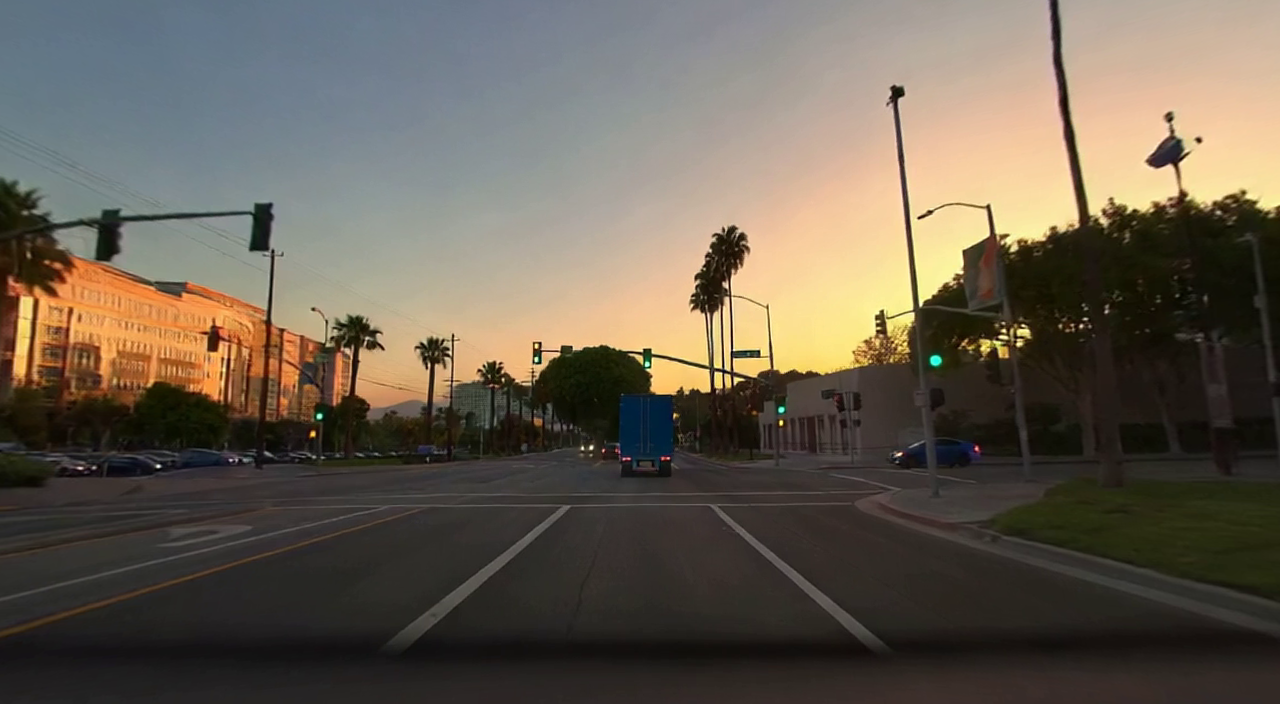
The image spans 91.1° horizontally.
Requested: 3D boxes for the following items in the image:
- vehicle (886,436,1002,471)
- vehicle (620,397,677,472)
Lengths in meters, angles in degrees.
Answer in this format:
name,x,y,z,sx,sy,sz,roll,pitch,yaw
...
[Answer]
name,x,y,z,sx,sy,sz,roll,pitch,yaw
vehicle,13.710,4.608,28.531,4.270,1.520,1.931,0,-9,2
vehicle,0.274,5.263,39.119,2.992,3.949,11.815,0,-9,-2
